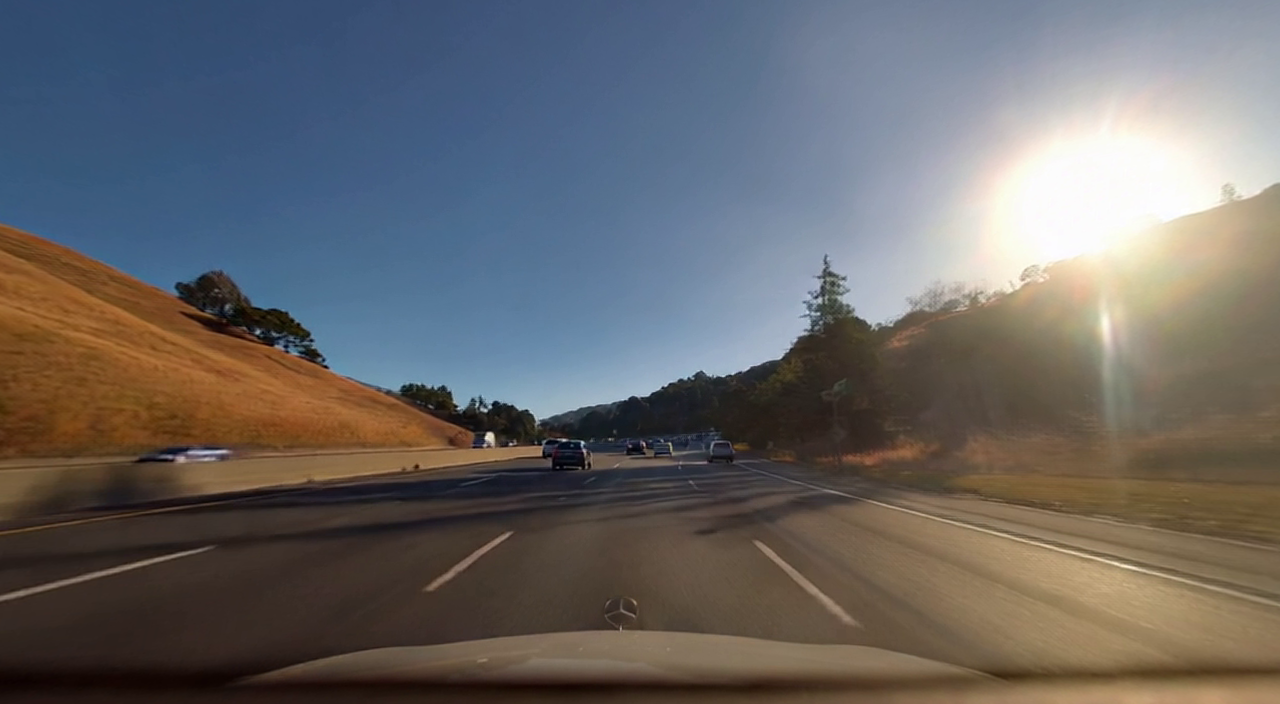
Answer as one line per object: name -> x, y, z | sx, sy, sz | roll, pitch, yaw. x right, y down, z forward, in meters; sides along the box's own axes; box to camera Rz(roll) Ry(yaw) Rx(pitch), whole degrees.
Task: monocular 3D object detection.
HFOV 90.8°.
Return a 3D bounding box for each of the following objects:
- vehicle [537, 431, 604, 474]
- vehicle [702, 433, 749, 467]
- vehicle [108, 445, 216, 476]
vehicle -> -2.918, 4.361, 27.593 | 2.166, 1.700, 4.661 | -1, -9, 3
vehicle -> 4.870, 5.665, 36.634 | 2.164, 1.788, 4.500 | 0, -8, 1
vehicle -> -25.015, 5.689, 33.330 | 1.814, 1.492, 4.803 | -1, -8, 2
